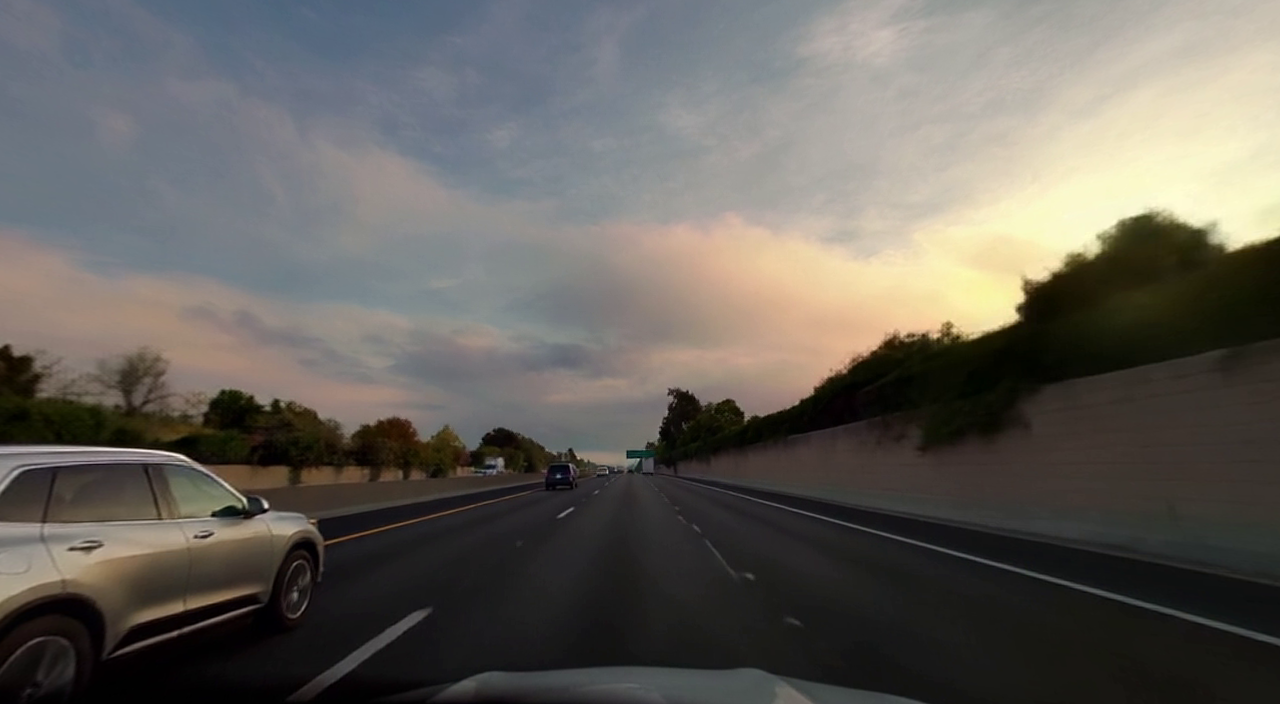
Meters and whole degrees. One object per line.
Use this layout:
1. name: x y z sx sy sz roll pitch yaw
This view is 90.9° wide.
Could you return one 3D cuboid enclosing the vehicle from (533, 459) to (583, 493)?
1. vehicle: -4.595 7.050 36.015 2.178 1.736 4.847 1 -10 0
